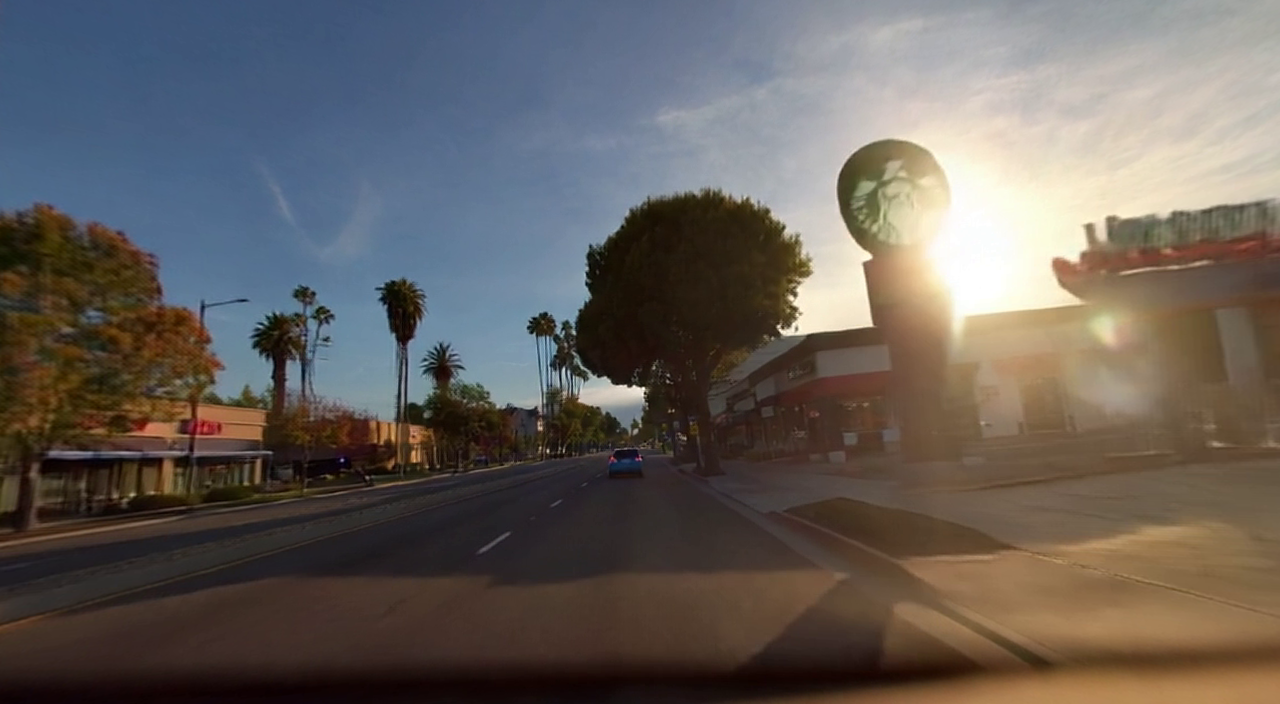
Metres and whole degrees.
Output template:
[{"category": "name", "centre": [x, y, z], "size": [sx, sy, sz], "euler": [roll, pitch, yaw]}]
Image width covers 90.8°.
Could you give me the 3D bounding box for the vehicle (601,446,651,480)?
[{"category": "vehicle", "centre": [-0.605, 5.157, 29.703], "size": [2.156, 1.462, 4.495], "euler": [0, -8, 0]}]
